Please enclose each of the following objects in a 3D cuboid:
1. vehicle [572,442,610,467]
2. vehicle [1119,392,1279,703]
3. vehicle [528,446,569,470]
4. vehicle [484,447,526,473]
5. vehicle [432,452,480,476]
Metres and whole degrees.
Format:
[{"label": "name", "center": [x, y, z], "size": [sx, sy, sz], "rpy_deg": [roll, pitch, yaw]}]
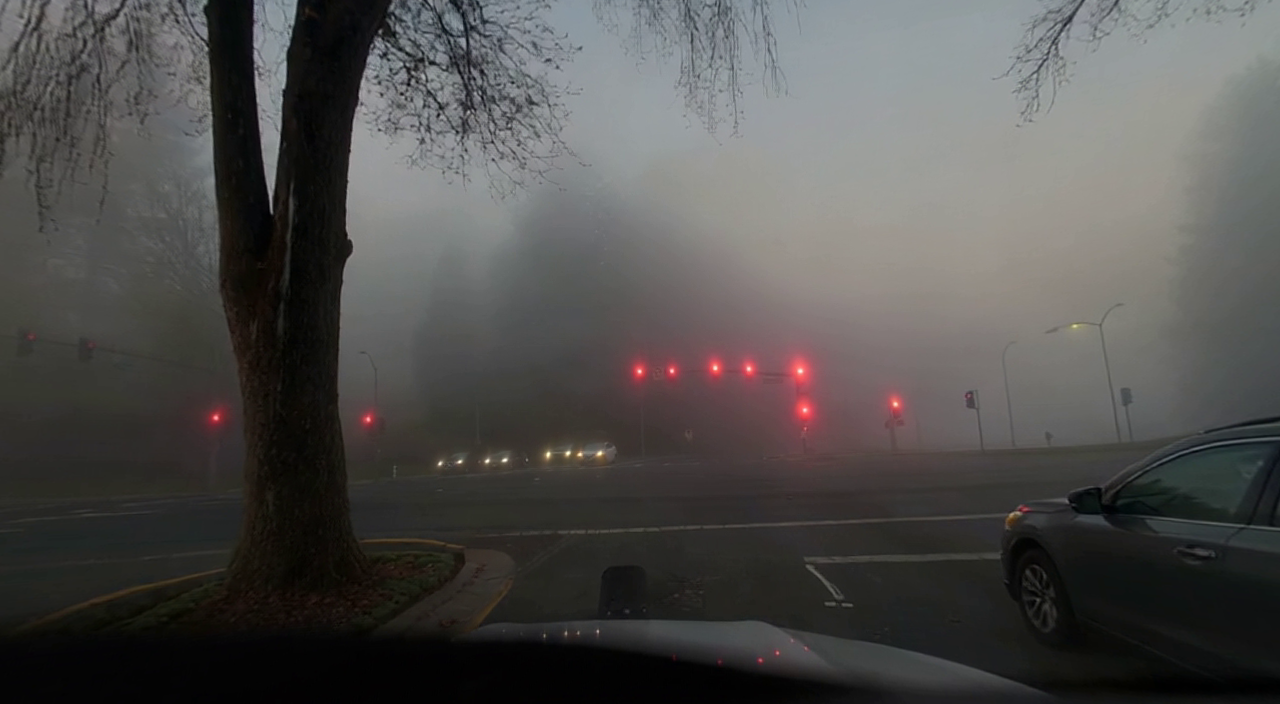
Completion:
[{"label": "vehicle", "center": [-3.526, 7.461, 45.997], "size": [2.215, 1.732, 4.684], "rpy_deg": [-1, -9, 3]}, {"label": "vehicle", "center": [3.063, 0.619, 0.423], "size": [1.978, 1.468, 4.544], "rpy_deg": [0, -9, 1]}, {"label": "vehicle", "center": [-6.540, 7.603, 45.484], "size": [2.126, 1.657, 4.307], "rpy_deg": [0, -9, 2]}, {"label": "vehicle", "center": [-9.770, 7.839, 45.938], "size": [2.064, 1.725, 4.243], "rpy_deg": [0, -9, 1]}, {"label": "vehicle", "center": [-13.379, 8.118, 45.987], "size": [2.101, 1.637, 4.304], "rpy_deg": [0, -9, 1]}]
